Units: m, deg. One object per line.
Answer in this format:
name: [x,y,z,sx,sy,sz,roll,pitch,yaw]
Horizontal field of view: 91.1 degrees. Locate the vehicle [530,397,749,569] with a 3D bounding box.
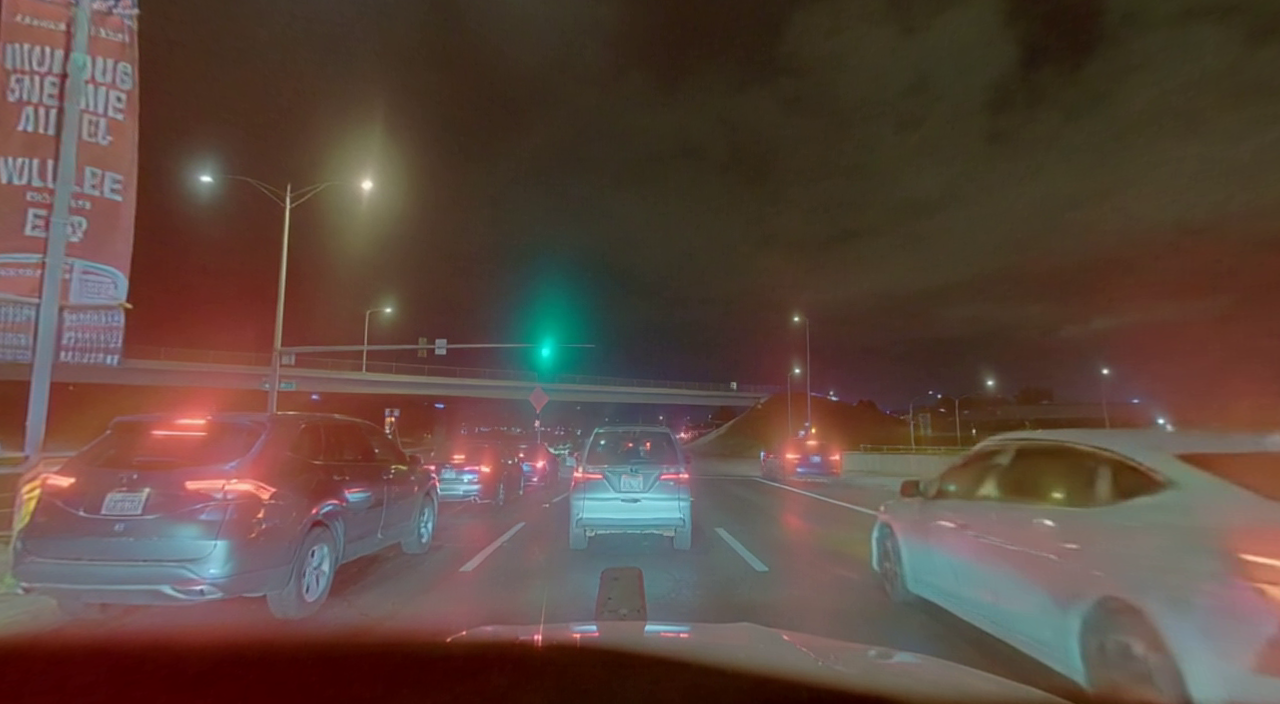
vehicle: [-0.083,1.767,9.219,2.409,1.864,4.471,0,-9,-2]

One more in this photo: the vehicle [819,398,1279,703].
vehicle: [3.015,1.197,4.016,2.228,1.472,4.939,0,-9,-1]

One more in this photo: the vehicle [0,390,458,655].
vehicle: [-3.499,1.429,6.289,2.039,1.709,4.265,0,-9,0]

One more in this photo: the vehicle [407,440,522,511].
vehicle: [-4.148,2.946,15.437,1.797,1.505,3.506,0,-9,0]

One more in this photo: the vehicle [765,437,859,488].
vehicle: [6.413,4.171,24.071,2.191,1.730,4.658,0,-9,-1]
